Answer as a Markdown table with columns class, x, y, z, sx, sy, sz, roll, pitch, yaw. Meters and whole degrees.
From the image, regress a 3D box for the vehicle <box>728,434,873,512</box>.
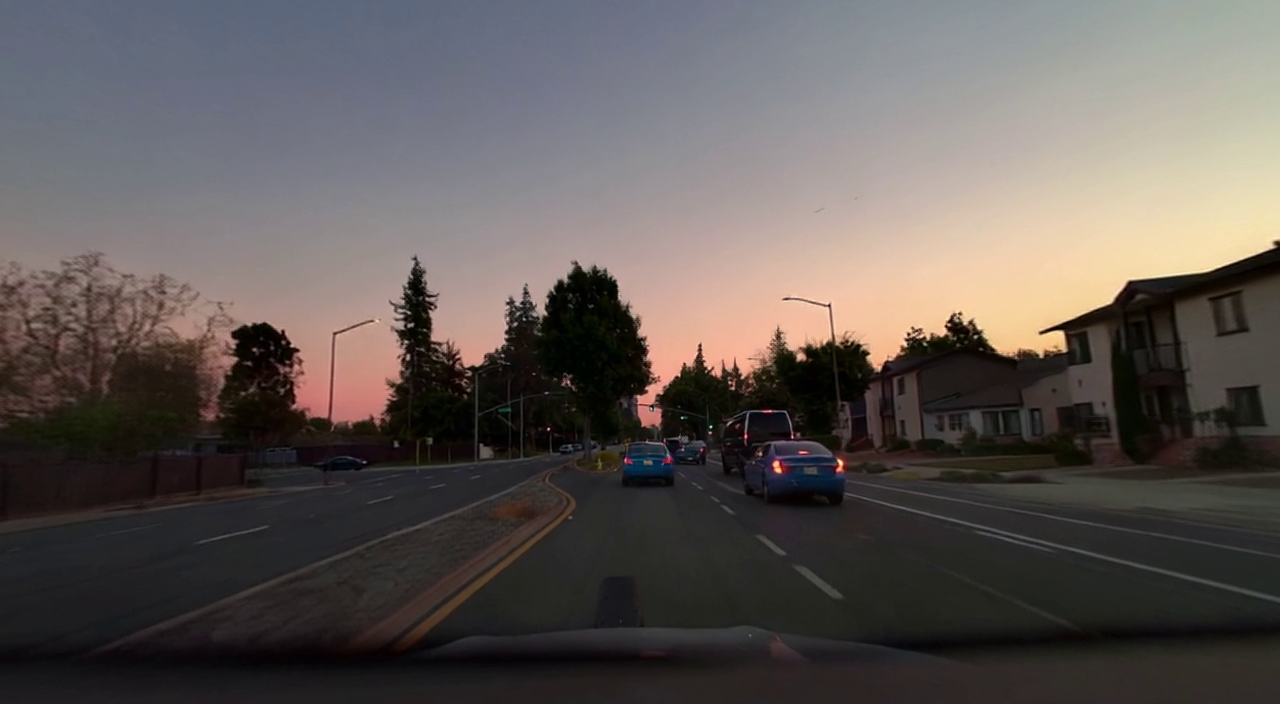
| class | x | y | z | sx | sy | sz | roll | pitch | yaw |
| --- | --- | --- | --- | --- | --- | --- | --- | --- | --- |
| vehicle | 3.508 | 2.756 | 14.894 | 2.161 | 1.519 | 4.568 | 0 | -9 | -1 |

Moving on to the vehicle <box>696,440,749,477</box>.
| class | x | y | z | sx | sy | sz | roll | pitch | yaw |
| --- | --- | --- | --- | --- | --- | --- | --- | --- | --- |
| vehicle | 3.539 | 4.624 | 27.576 | 1.775 | 1.499 | 3.488 | 0 | -9 | -1 |

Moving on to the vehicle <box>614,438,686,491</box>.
| class | x | y | z | sx | sy | sz | roll | pitch | yaw |
| --- | --- | --- | --- | --- | --- | --- | --- | --- | --- |
| vehicle | 0.272 | 3.582 | 20.376 | 2.093 | 1.497 | 4.010 | 0 | -9 | 0 |
